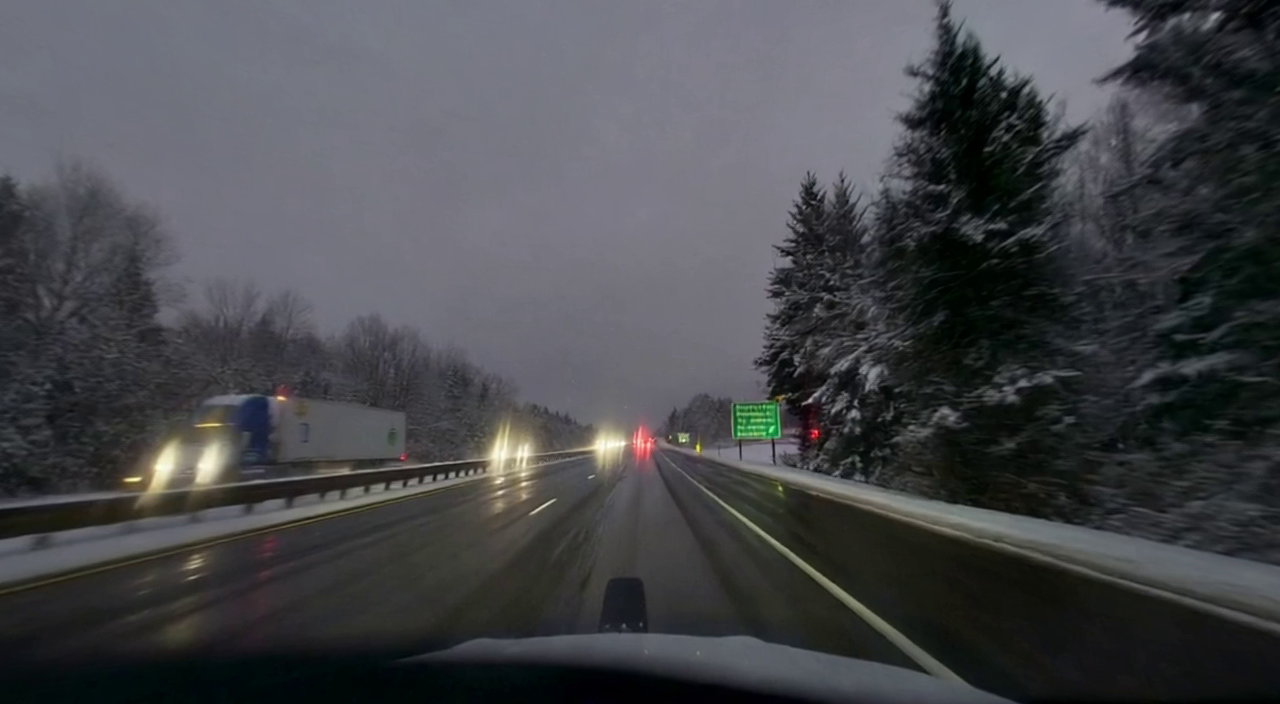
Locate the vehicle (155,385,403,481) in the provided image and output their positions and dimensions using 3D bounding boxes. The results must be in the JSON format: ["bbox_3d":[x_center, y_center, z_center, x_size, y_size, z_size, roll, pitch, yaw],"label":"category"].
[{"bbox_3d":[-17.511,4.448,33.543,2.986,3.793,17.217,0,-8,1],"label":"vehicle"}]
